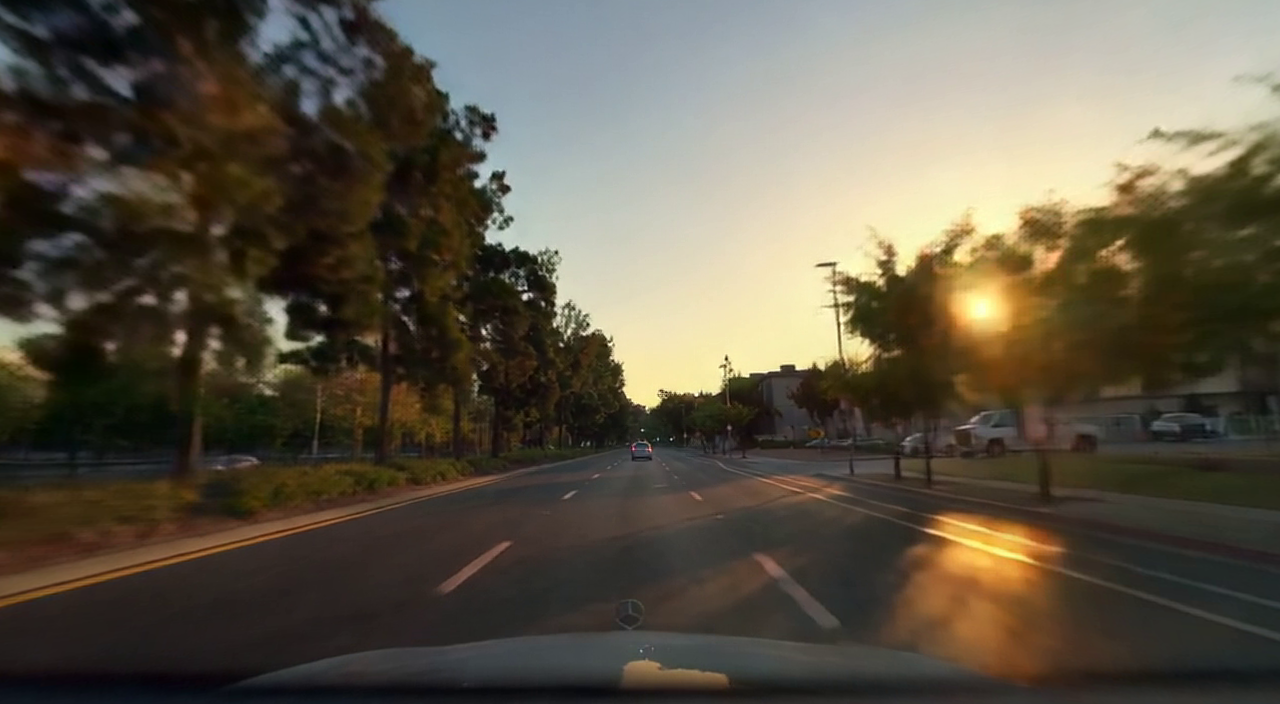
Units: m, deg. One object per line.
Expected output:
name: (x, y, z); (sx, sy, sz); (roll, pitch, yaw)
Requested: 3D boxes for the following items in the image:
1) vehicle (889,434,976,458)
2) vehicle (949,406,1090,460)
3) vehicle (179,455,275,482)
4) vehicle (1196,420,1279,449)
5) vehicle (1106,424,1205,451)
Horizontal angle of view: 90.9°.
vehicle: (20.302, 6.550, 43.869); (4.900, 1.530, 2.211); (0, -11, 1)
vehicle: (21.696, 4.676, 36.259); (6.374, 3.018, 2.476); (0, -8, -1)
vehicle: (-25.586, 7.189, 39.182); (2.004, 1.450, 4.543); (-8, -11, 42)
vehicle: (35.000, 4.704, 35.943); (4.578, 1.488, 1.890); (-2, -9, 1)
vehicle: (29.311, 4.887, 35.904); (4.101, 1.518, 1.749); (0, -8, -1)
